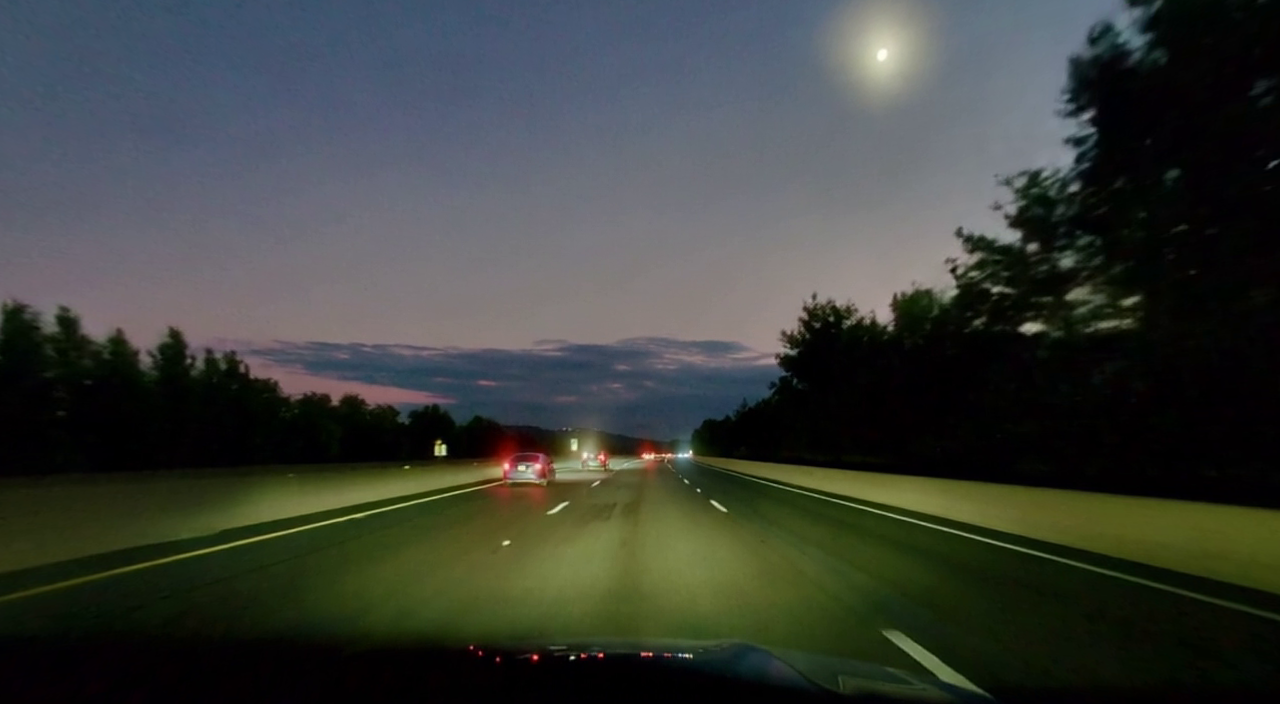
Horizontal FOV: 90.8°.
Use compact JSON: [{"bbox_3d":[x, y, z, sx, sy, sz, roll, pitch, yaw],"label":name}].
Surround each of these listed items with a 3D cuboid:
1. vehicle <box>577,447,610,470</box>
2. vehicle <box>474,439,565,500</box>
[{"bbox_3d":[-3.307,7.624,45.384,1.996,1.565,4.159,0,-9,1],"label":"vehicle"},{"bbox_3d":[-3.476,3.467,19.001,1.846,1.600,4.108,0,-9,1],"label":"vehicle"}]
